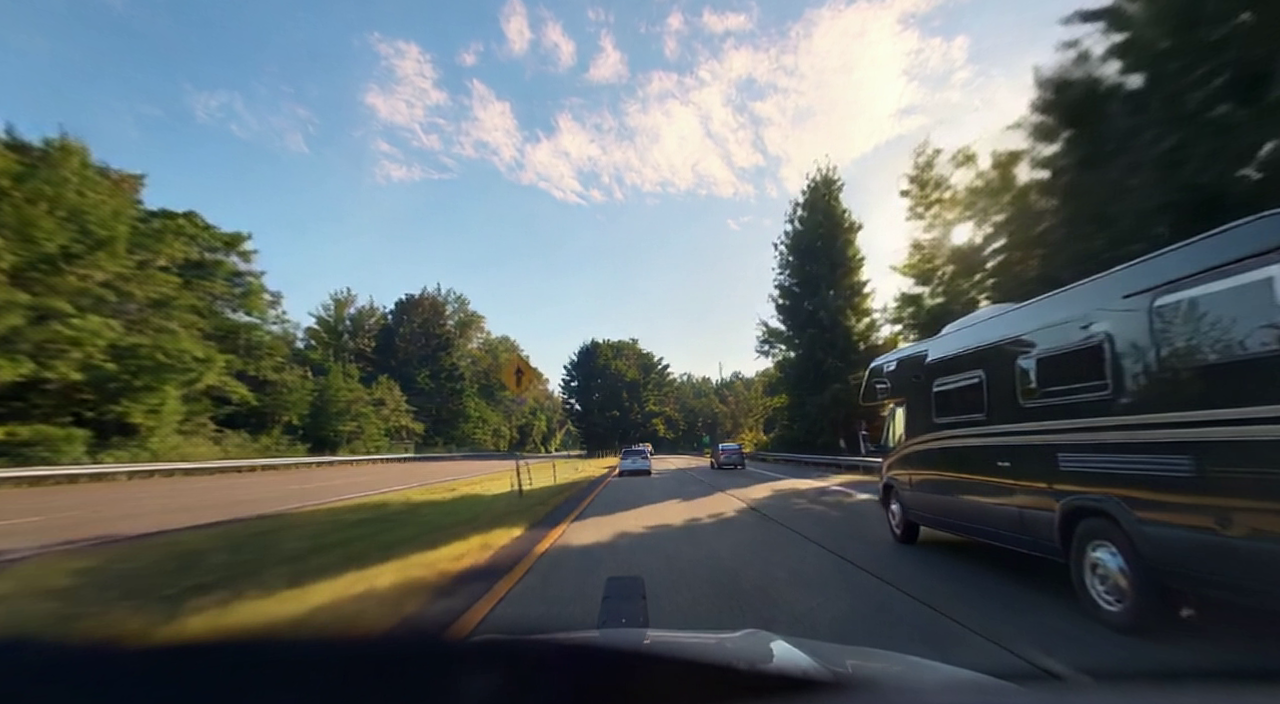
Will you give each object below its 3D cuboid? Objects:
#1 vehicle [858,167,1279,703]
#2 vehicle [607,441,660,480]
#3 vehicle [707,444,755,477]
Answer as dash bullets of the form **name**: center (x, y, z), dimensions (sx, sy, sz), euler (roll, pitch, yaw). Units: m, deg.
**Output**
- **vehicle**: center (4.719, 0.894, 6.010), dimensions (2.745, 2.832, 7.035), euler (1, -9, 0)
- **vehicle**: center (-0.259, 4.688, 27.399), dimensions (2.120, 1.575, 4.018), euler (0, -9, 0)
- **vehicle**: center (4.277, 5.174, 30.105), dimensions (1.757, 1.459, 3.398), euler (0, -9, -1)
